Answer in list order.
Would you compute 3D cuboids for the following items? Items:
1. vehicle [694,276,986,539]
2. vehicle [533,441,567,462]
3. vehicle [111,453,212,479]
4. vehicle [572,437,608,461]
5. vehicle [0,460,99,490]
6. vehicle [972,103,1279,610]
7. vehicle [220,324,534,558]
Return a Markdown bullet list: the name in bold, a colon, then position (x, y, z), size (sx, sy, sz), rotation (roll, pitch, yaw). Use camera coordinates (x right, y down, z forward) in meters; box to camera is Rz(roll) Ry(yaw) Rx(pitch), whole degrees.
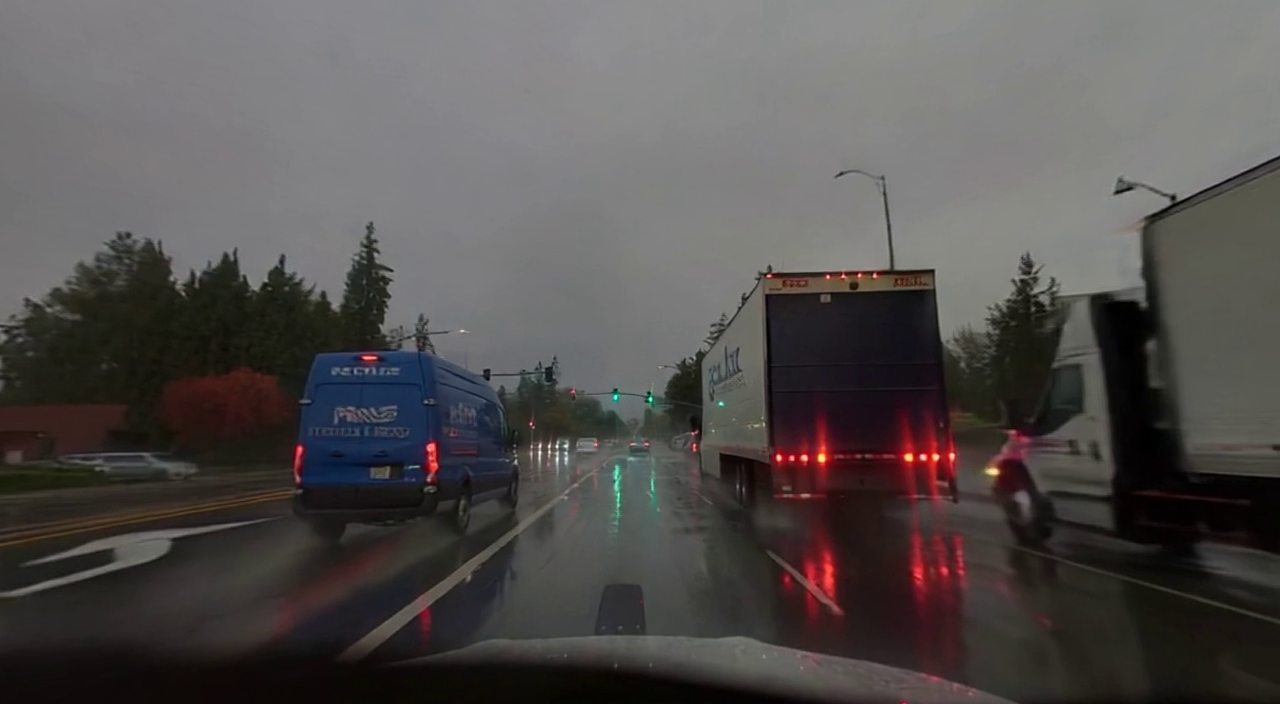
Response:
- **vehicle**: position (3.052, 1.439, 13.377), size (2.861, 3.525, 9.858), rotation (0, -9, 0)
- **vehicle**: position (-6.771, 7.586, 48.033), size (1.958, 1.491, 4.155), rotation (0, -9, 0)
- **vehicle**: position (-31.324, 7.468, 41.579), size (4.955, 1.514, 1.973), rotation (4, -9, -29)
- **vehicle**: position (-3.780, 7.523, 49.070), size (2.356, 1.766, 5.674), rotation (0, -9, 0)
- **vehicle**: position (-31.405, 6.334, 32.746), size (4.630, 1.412, 2.019), rotation (4, -10, -26)
- **vehicle**: position (6.758, -0.003, 4.972), size (2.949, 4.141, 9.759), rotation (0, -9, 1)
- **vehicle**: position (-3.653, 1.528, 10.811), size (2.443, 2.784, 6.493), rotation (0, -9, 1)
